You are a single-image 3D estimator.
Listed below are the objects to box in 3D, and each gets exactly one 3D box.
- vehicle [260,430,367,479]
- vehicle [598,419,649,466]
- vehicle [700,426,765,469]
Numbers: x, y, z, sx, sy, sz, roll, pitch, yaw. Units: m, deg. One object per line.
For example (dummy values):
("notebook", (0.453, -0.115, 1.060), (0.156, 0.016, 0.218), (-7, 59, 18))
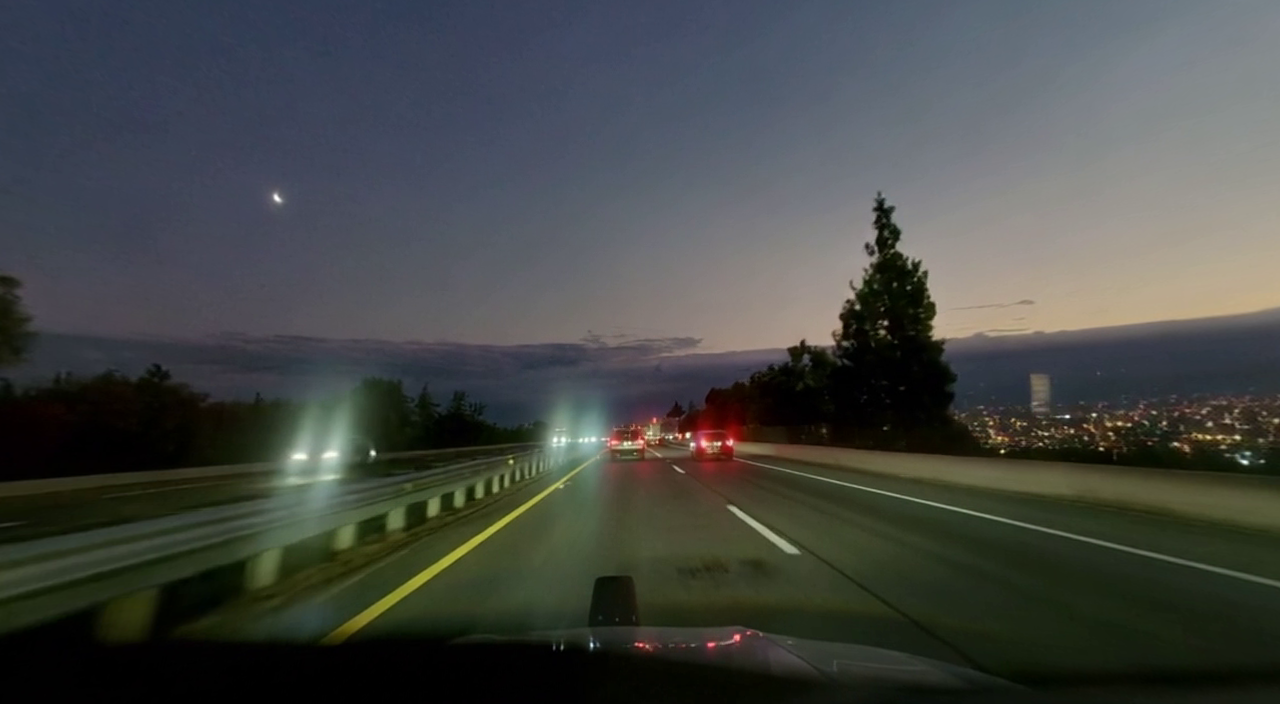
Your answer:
("vehicle", (-14.091, 4.422, 27.617), (2.077, 1.935, 5.061), (0, -8, -1))
("vehicle", (-0.814, 4.349, 30.445), (2.270, 2.044, 4.633), (0, -8, -2))
("vehicle", (3.750, 3.958, 26.324), (1.981, 1.606, 3.956), (0, -8, -2))
